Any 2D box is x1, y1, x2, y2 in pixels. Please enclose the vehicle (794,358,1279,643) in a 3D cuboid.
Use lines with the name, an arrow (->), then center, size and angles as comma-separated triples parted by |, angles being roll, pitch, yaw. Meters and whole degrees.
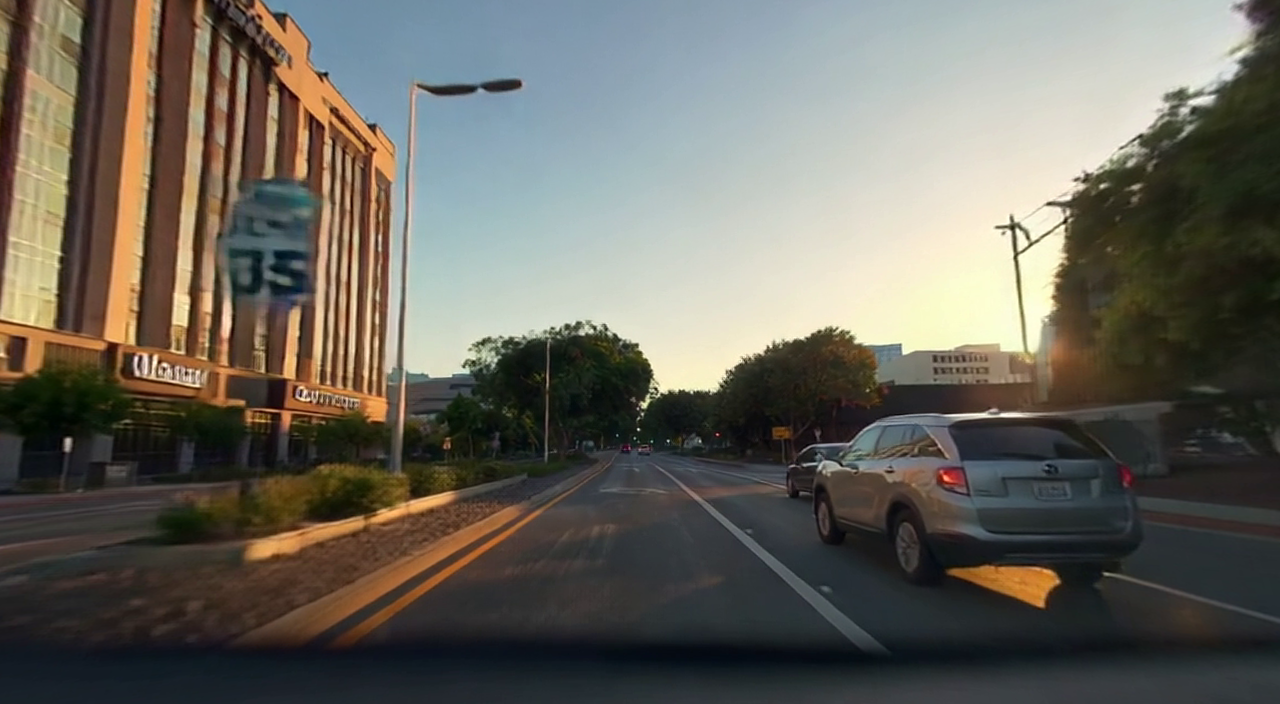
vehicle -> 3.686, 1.407, 7.053 | 2.505, 1.971, 5.162 | 0, -9, -1
